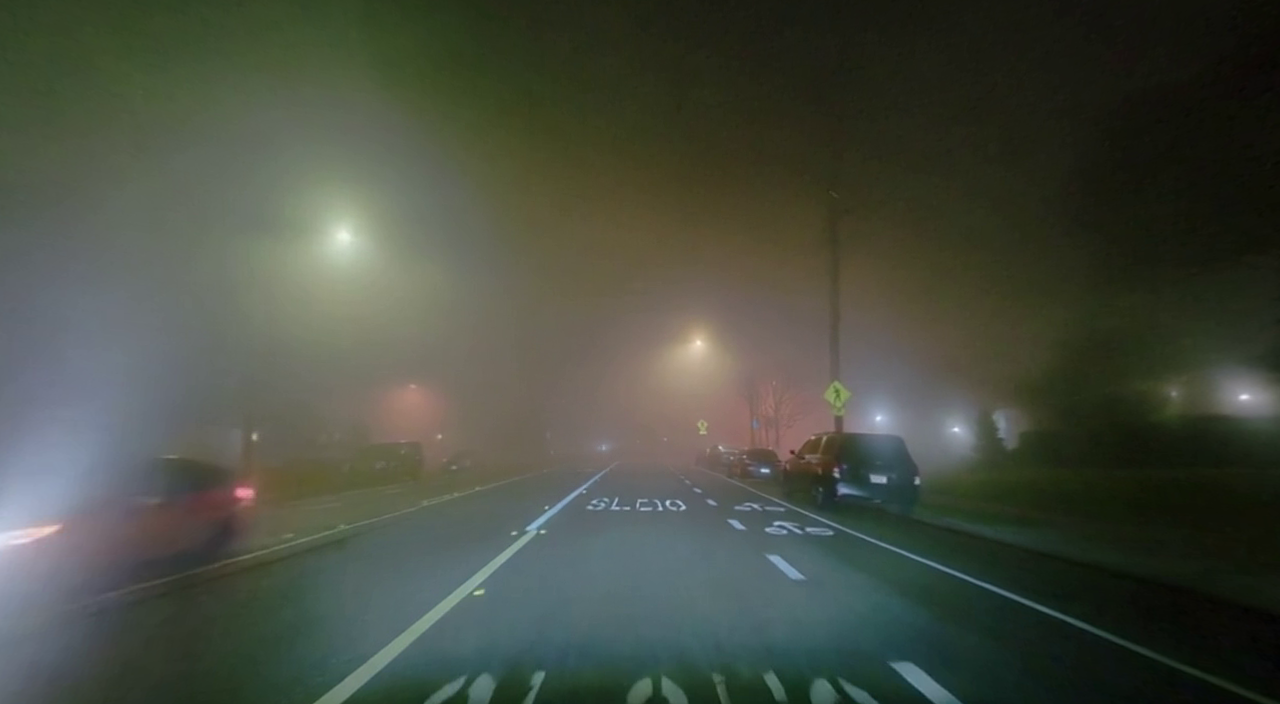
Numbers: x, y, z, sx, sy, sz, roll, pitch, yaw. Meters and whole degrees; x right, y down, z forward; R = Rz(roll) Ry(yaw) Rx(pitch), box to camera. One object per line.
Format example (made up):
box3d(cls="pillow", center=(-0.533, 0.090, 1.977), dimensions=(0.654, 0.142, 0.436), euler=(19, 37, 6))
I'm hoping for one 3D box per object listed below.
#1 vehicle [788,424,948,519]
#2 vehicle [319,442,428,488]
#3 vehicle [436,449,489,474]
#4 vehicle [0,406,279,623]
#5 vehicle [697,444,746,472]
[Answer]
box3d(cls="vehicle", center=(5.057, 2.714, 14.762), dimensions=(2.087, 1.869, 4.159), euler=(0, -9, -1))
box3d(cls="vehicle", center=(-11.331, 4.829, 27.385), dimensions=(2.459, 1.804, 4.877), euler=(0, -9, 2))
box3d(cls="vehicle", center=(-11.078, 6.846, 39.793), dimensions=(1.949, 1.457, 4.581), euler=(0, -9, 0))
box3d(cls="vehicle", center=(-6.265, 1.550, 6.693), dimensions=(2.166, 1.734, 4.551), euler=(0, -9, 0))
box3d(cls="vehicle", center=(4.487, 5.925, 35.591), dimensions=(2.196, 1.472, 4.426), euler=(0, -9, 0))
